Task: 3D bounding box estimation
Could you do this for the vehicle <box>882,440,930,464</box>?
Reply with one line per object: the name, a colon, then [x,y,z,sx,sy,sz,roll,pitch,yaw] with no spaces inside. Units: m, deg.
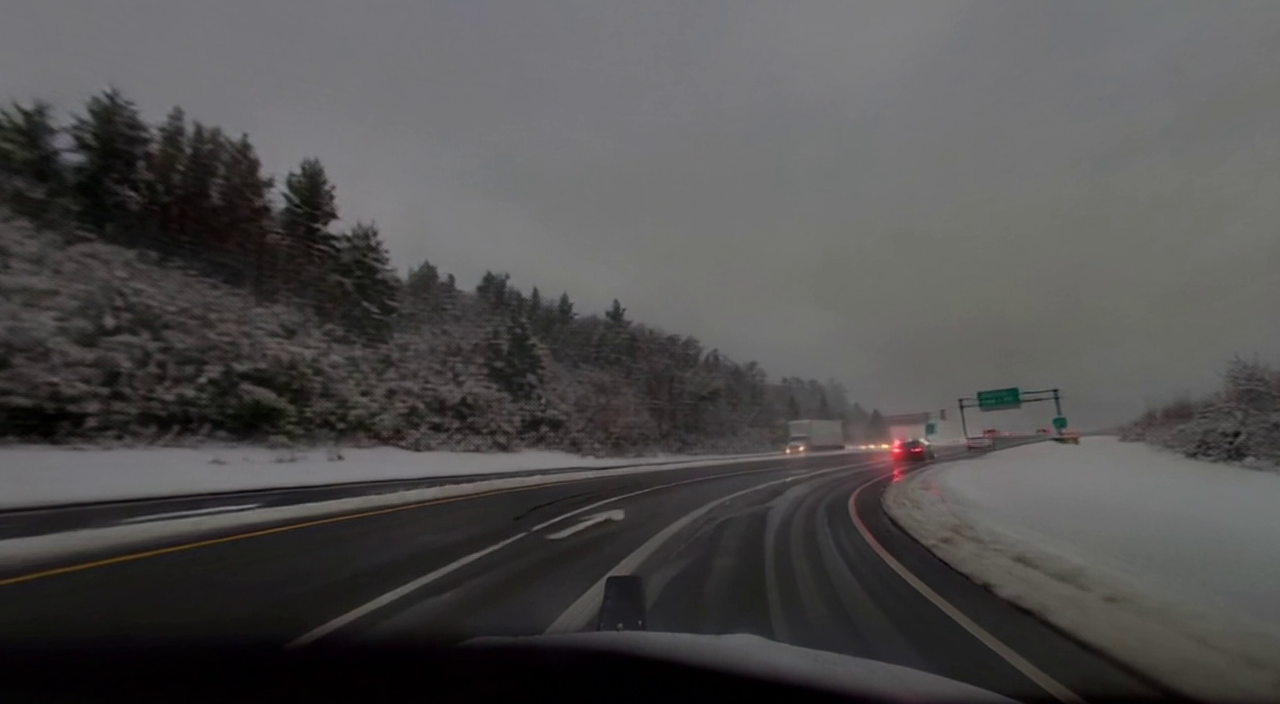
vehicle: [16.616,6.213,39.234,1.807,1.427,3.645,-7,-11,36]
